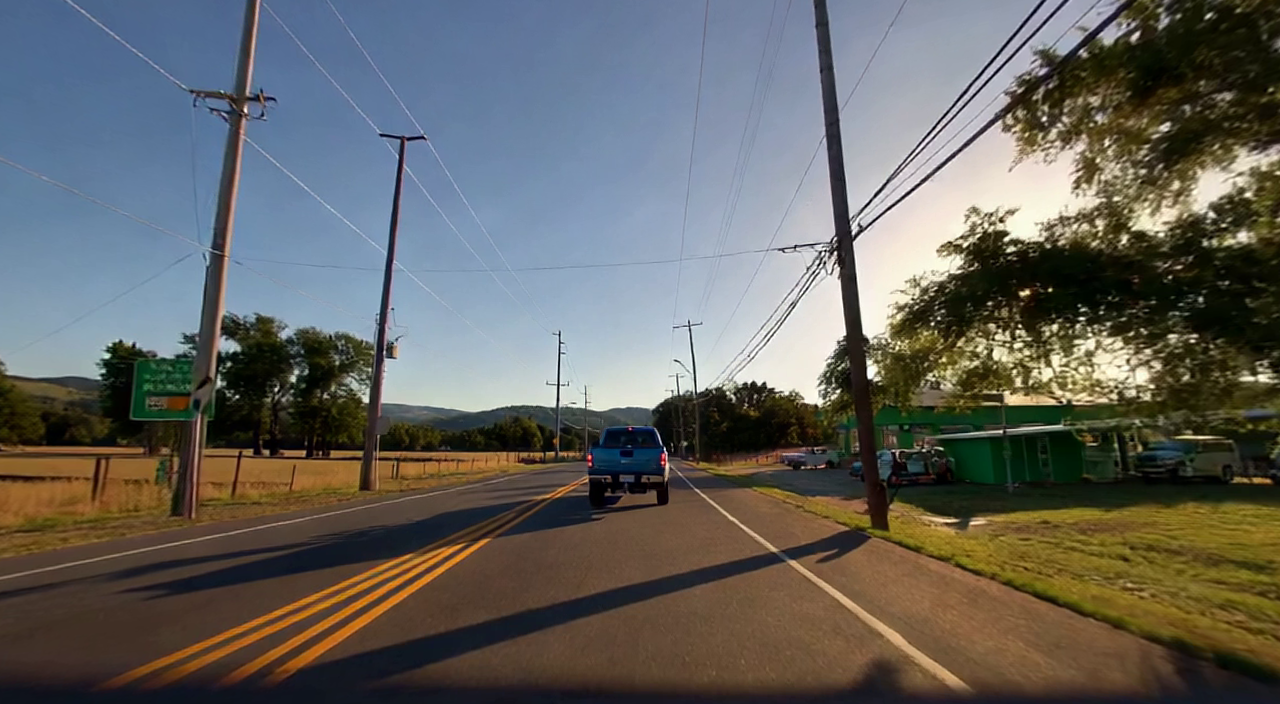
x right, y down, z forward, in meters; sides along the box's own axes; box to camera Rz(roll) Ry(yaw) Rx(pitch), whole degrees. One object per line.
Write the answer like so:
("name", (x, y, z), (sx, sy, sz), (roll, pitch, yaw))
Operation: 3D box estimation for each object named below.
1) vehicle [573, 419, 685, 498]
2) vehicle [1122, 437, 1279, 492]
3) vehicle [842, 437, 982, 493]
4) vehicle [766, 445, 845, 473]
("vehicle", (-0.272, 3.322, 20.195), (2.921, 2.031, 7.416), (0, -8, 0))
("vehicle", (22.000, 4.257, 24.096), (5.246, 1.981, 2.054), (-2, -9, 9))
("vehicle", (11.267, 4.607, 26.027), (5.776, 1.936, 2.535), (7, -8, -34))
("vehicle", (11.263, 7.182, 42.883), (5.304, 1.754, 2.340), (6, -11, -37))
